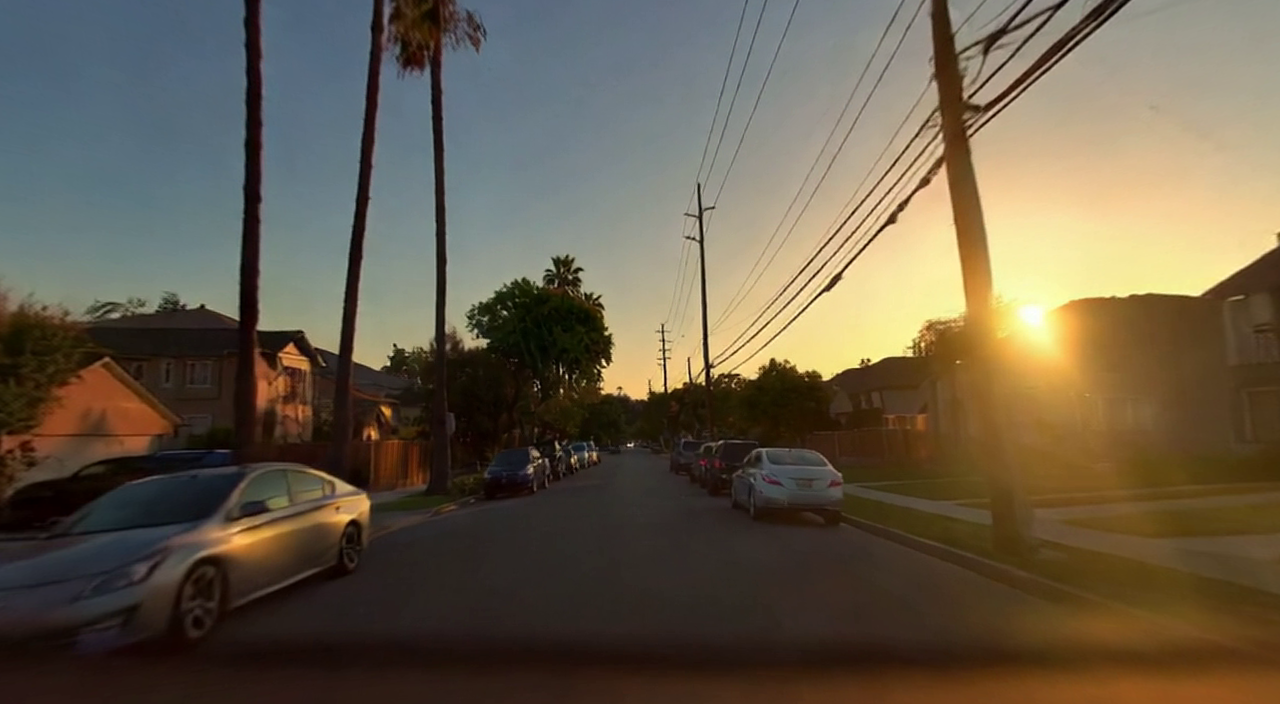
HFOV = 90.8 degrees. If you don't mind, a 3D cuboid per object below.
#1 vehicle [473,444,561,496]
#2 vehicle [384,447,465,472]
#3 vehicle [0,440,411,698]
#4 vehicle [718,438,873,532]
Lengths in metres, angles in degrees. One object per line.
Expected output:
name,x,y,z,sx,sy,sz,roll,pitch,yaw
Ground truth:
vehicle,-4.186,4.092,22.331,2.123,1.636,4.481,-1,-9,1
vehicle,-13.269,6.612,38.973,4.300,1.489,1.850,-2,-9,12
vehicle,-4.120,1.705,6.343,1.814,1.548,4.802,0,-9,0
vehicle,2.740,2.432,12.133,1.881,1.460,4.007,0,-9,-1
